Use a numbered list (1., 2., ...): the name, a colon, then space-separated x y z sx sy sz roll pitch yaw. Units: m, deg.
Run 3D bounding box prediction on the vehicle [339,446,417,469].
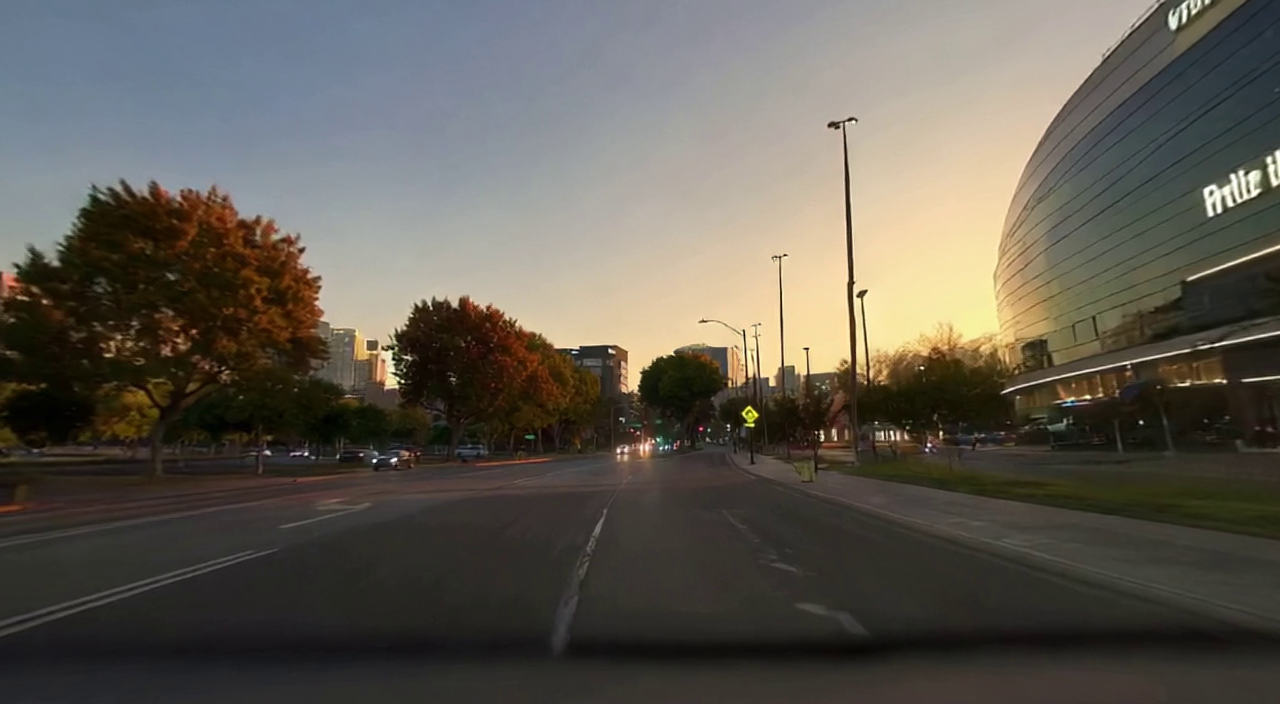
1. vehicle: -18.875 7.585 45.320 4.783 1.579 2.157 -2 -9 12
